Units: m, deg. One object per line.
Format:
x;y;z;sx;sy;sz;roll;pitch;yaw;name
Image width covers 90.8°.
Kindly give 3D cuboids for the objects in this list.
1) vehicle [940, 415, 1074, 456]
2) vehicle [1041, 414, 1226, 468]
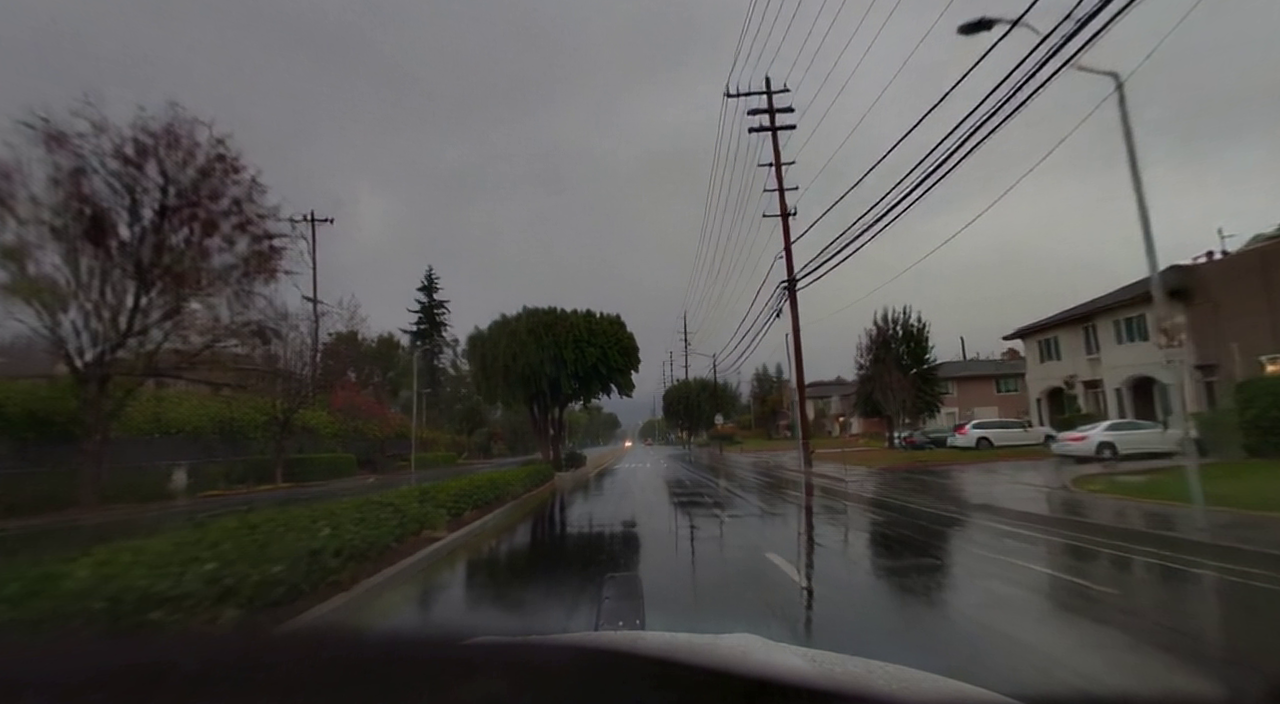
16.808;3.866;29.133;4.833;1.786;2.136;0;-8;-1;vehicle
16.680;3.033;21.551;4.560;1.725;2.096;0;-8;-2;vehicle
